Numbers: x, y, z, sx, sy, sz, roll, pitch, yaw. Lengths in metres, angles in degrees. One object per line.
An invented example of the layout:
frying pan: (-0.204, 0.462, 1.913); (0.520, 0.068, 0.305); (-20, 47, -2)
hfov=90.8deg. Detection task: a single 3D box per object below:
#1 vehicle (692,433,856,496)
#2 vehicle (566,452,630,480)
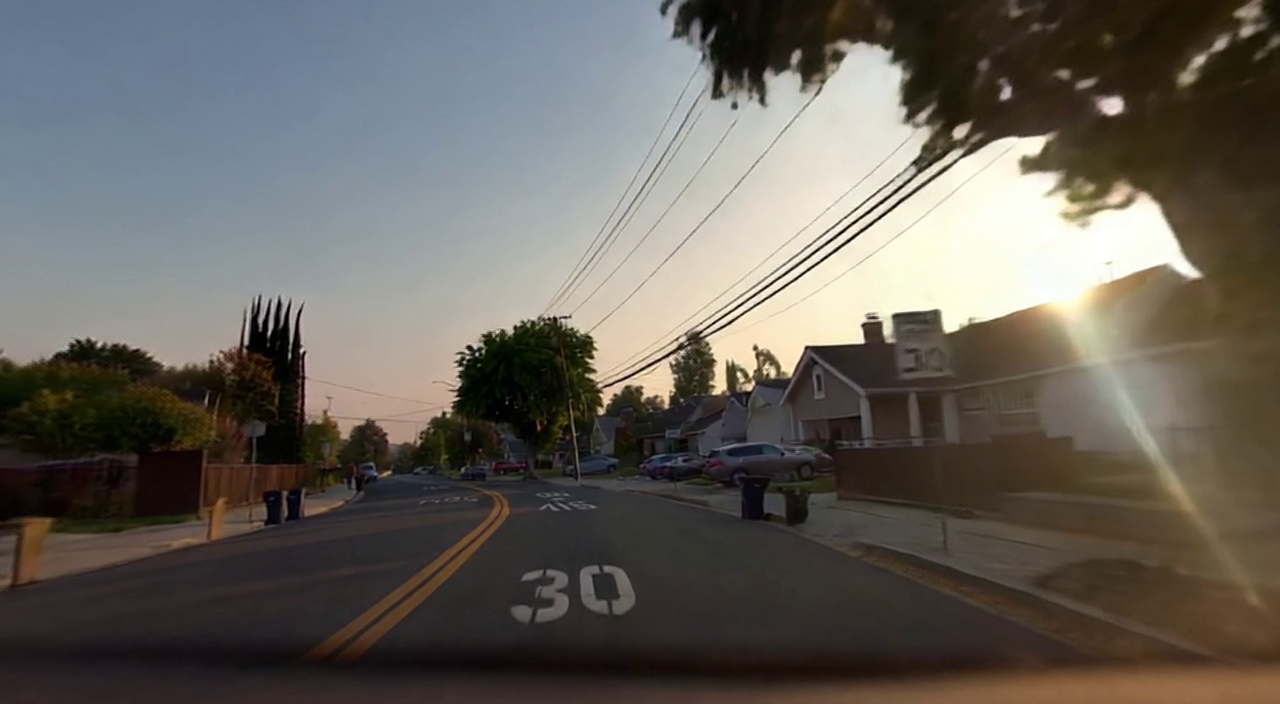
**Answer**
vehicle: (4.775, 4.078, 22.926); (5.229, 1.790, 2.153); (-2, -11, -12)
vehicle: (-3.181, 8.507, 47.361); (4.337, 1.768, 1.962); (2, -9, -23)
